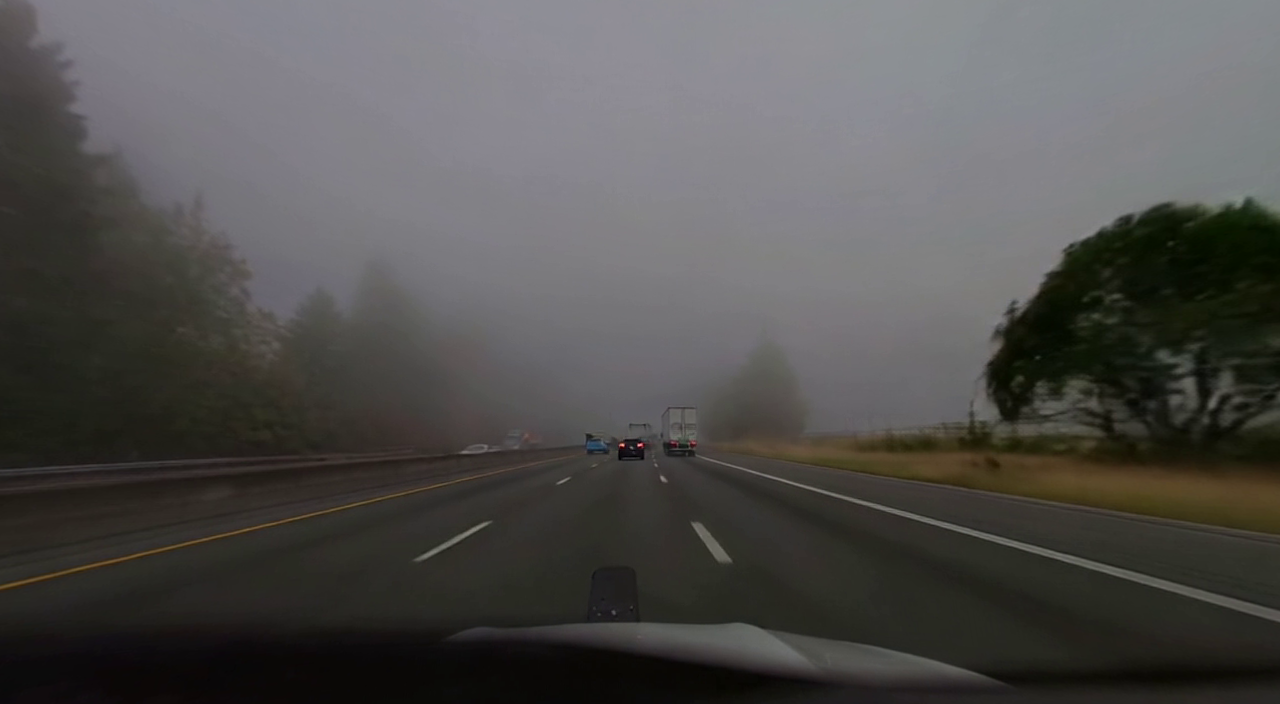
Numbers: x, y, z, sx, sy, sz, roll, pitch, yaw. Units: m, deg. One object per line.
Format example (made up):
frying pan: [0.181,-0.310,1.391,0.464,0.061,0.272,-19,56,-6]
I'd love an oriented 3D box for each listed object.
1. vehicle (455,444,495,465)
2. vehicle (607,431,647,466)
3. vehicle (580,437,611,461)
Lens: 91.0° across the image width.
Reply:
vehicle: [-12.442,7.756,47.729,1.880,1.515,4.210,-1,-8,1]
vehicle: [-0.736,5.702,37.312,2.211,1.933,4.315,0,-8,0]
vehicle: [-3.457,7.551,49.162,2.047,1.757,4.183,-1,-8,1]
